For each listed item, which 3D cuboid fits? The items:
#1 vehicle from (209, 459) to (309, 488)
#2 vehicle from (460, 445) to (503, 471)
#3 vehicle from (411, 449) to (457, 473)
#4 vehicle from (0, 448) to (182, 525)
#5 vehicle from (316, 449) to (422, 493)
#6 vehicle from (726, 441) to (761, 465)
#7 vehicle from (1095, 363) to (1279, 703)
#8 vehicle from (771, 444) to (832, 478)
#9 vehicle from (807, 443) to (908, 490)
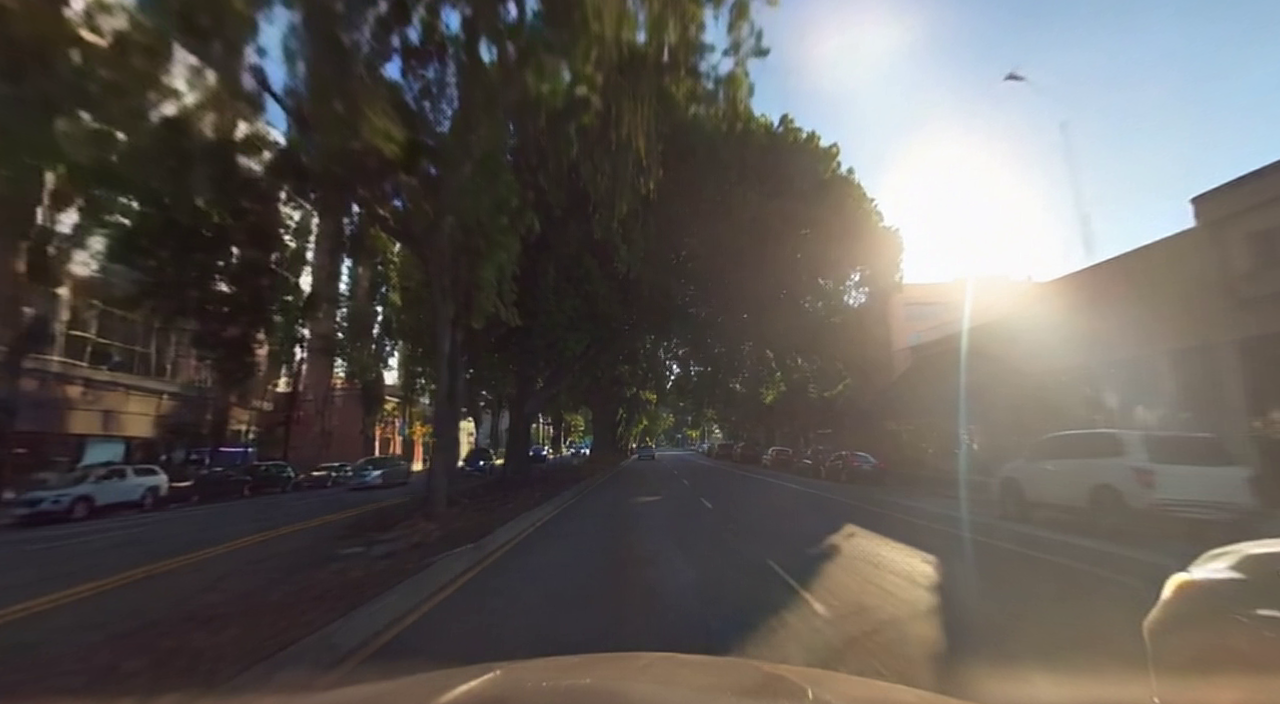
[{"bbox_3d":[-20.721,6.603,34.355,4.336,1.441,1.813,-1,-8,6],"label":"vehicle"},{"bbox_3d":[-11.387,7.608,45.555,1.910,1.705,4.399,0,-8,1],"label":"vehicle"},{"bbox_3d":[-15.436,8.155,47.469,1.876,1.605,4.544,0,-8,1],"label":"vehicle"},{"bbox_3d":[-16.031,3.769,18.343,1.972,1.898,4.556,0,-8,0],"label":"vehicle"},{"bbox_3d":[-10.261,4.506,24.317,1.890,1.482,4.411,-1,-8,4],"label":"vehicle"},{"bbox_3d":[7.848,7.622,47.933,1.891,1.711,4.173,0,-8,-1],"label":"vehicle"},{"bbox_3d":[2.761,0.582,0.343,1.989,1.498,4.050,0,-8,0],"label":"vehicle"},{"bbox_3d":[7.606,5.143,30.103,1.881,1.443,4.576,0,-8,2],"label":"vehicle"},{"bbox_3d":[7.397,3.923,21.989,1.874,1.438,4.466,0,-8,-1],"label":"vehicle"}]
